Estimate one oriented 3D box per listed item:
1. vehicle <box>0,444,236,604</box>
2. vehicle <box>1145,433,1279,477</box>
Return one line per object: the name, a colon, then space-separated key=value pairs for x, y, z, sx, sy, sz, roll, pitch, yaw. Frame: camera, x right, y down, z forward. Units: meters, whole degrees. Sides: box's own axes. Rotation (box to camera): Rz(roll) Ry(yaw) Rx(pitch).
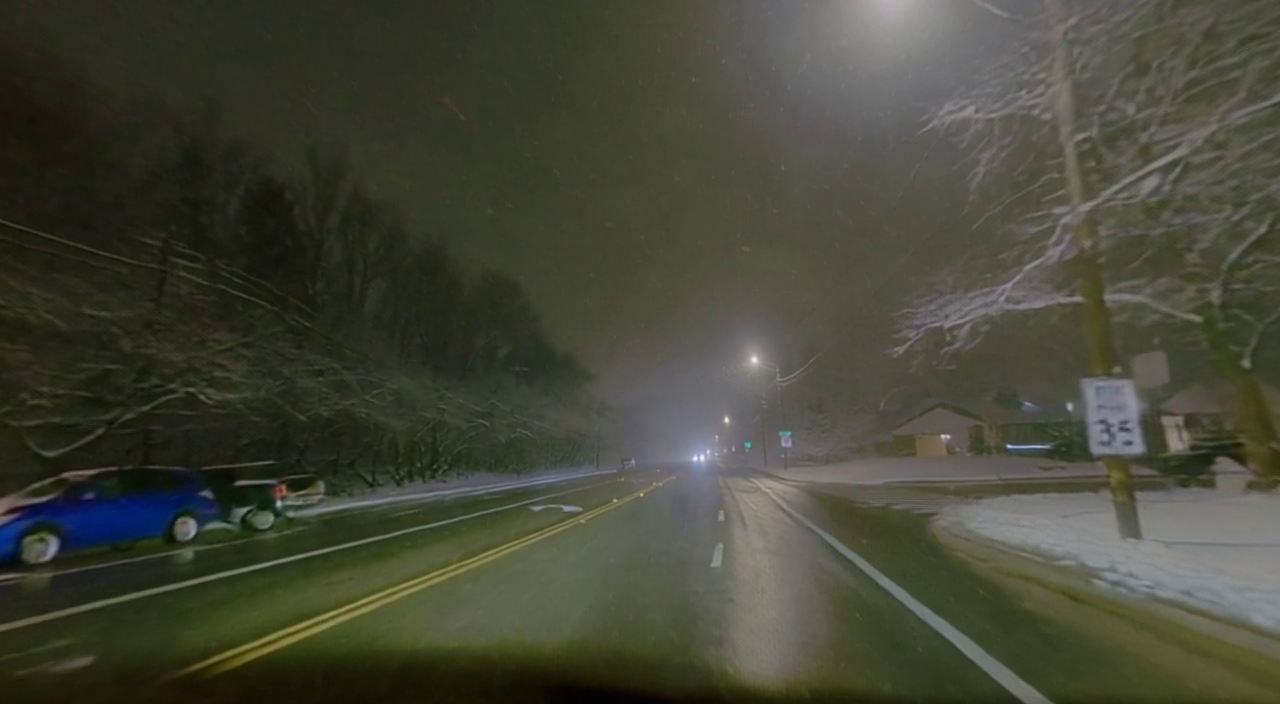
vehicle: x=-9.904 y=2.847 z=11.181 sx=2.087 sy=1.700 sz=4.467 roll=-5 pitch=-1 yaw=9
vehicle: x=25.702 y=4.486 z=27.625 sx=4.955 sy=1.814 sz=2.166 roll=-1 pitch=-9 yaw=9
